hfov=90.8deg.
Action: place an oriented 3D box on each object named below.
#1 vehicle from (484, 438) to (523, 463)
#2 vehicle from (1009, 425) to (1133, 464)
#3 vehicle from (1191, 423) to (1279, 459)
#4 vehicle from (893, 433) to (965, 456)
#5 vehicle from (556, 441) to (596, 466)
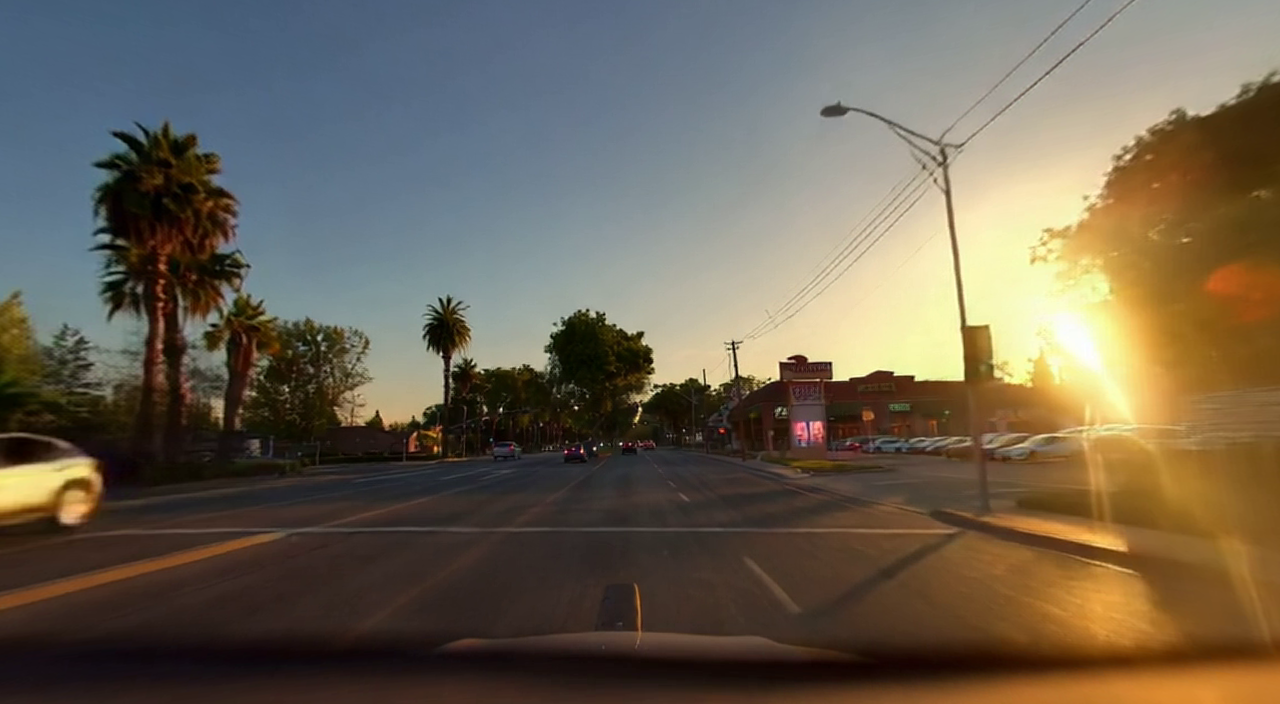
[{"bbox_3d":[-10.407,7.533,48.377,2.022,1.746,4.406,0,-9,0],"label":"vehicle"},{"bbox_3d":[20.534,4.458,30.378,4.548,1.741,1.971,-4,-10,25],"label":"vehicle"},{"bbox_3d":[27.175,3.828,27.063,4.809,1.499,2.130,-4,-10,23],"label":"vehicle"},{"bbox_3d":[20.997,6.759,45.894,4.505,1.584,2.015,-5,-10,27],"label":"vehicle"},{"bbox_3d":[-4.004,6.422,40.214,2.181,1.483,4.123,0,-9,-1],"label":"vehicle"}]
